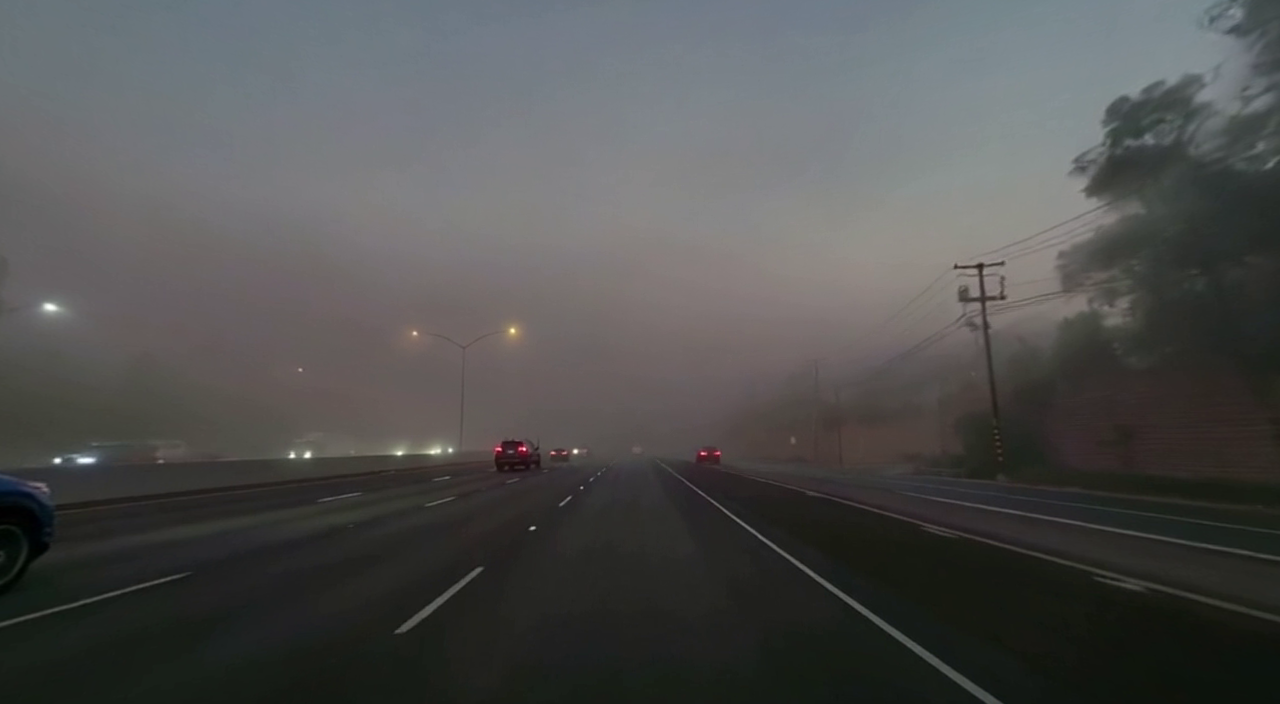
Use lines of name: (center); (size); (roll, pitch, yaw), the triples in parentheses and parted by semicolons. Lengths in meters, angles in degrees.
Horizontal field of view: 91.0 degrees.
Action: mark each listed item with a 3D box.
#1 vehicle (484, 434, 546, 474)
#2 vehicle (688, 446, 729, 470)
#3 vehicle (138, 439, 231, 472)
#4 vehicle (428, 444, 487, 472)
vehicle: (-6.518, 5.419, 33.497); (2.255, 1.934, 4.868); (1, -9, 0)
vehicle: (4.576, 7.132, 42.684); (2.251, 1.520, 4.550); (1, -9, -1)
vehicle: (-29.512, 6.712, 41.016); (2.345, 1.950, 4.914); (1, -9, -1)
vehicle: (-10.333, 6.050, 36.064); (2.042, 1.485, 4.395); (0, -9, 0)
